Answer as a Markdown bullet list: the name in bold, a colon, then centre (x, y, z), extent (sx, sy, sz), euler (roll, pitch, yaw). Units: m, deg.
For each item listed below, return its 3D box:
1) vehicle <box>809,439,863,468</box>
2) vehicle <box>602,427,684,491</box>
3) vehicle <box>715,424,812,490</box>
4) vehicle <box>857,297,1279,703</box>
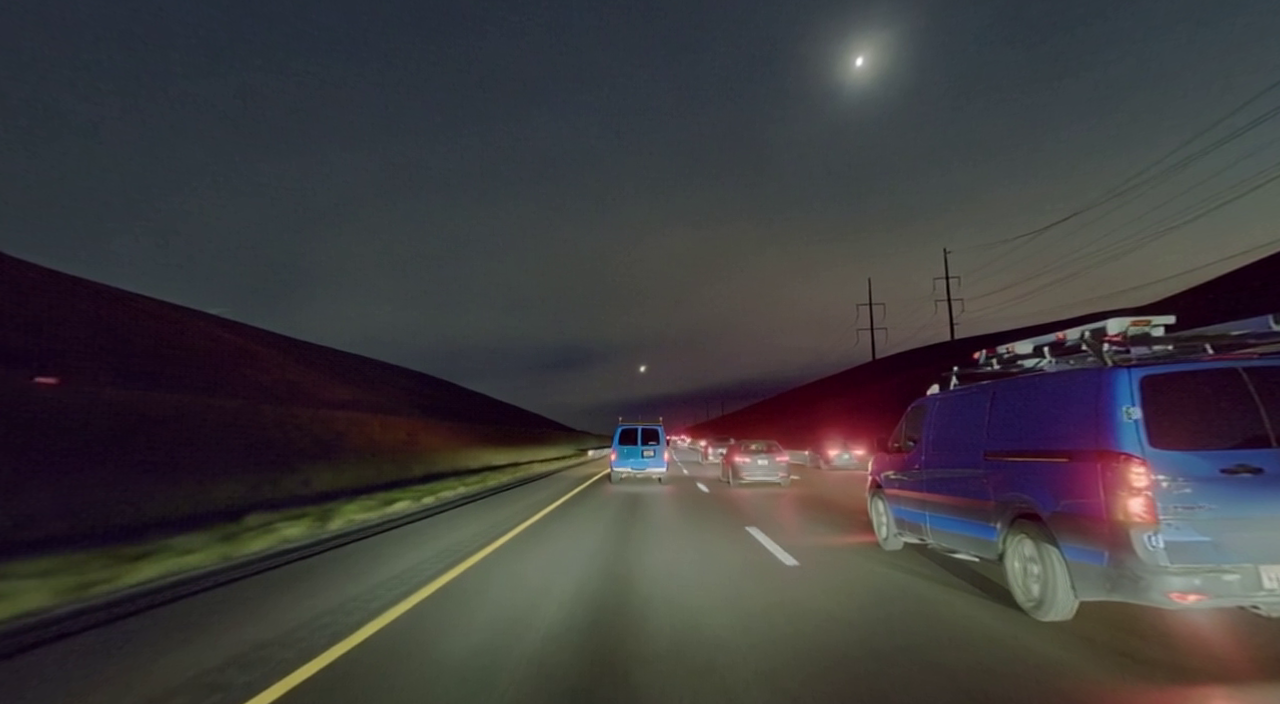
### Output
- **vehicle**: centre (10.850, 5.610, 35.171), extent (1.875, 1.504, 4.114), euler (-1, -8, 3)
- **vehicle**: centre (0.112, 3.306, 19.802), extent (2.268, 1.772, 4.523), euler (0, -8, 1)
- **vehicle**: centre (3.702, 3.264, 19.867), extent (2.139, 1.821, 4.480), euler (0, -8, 0)
- **vehicle**: centre (3.928, 1.030, 4.521), extent (2.691, 1.901, 5.744), euler (0, -8, 0)
